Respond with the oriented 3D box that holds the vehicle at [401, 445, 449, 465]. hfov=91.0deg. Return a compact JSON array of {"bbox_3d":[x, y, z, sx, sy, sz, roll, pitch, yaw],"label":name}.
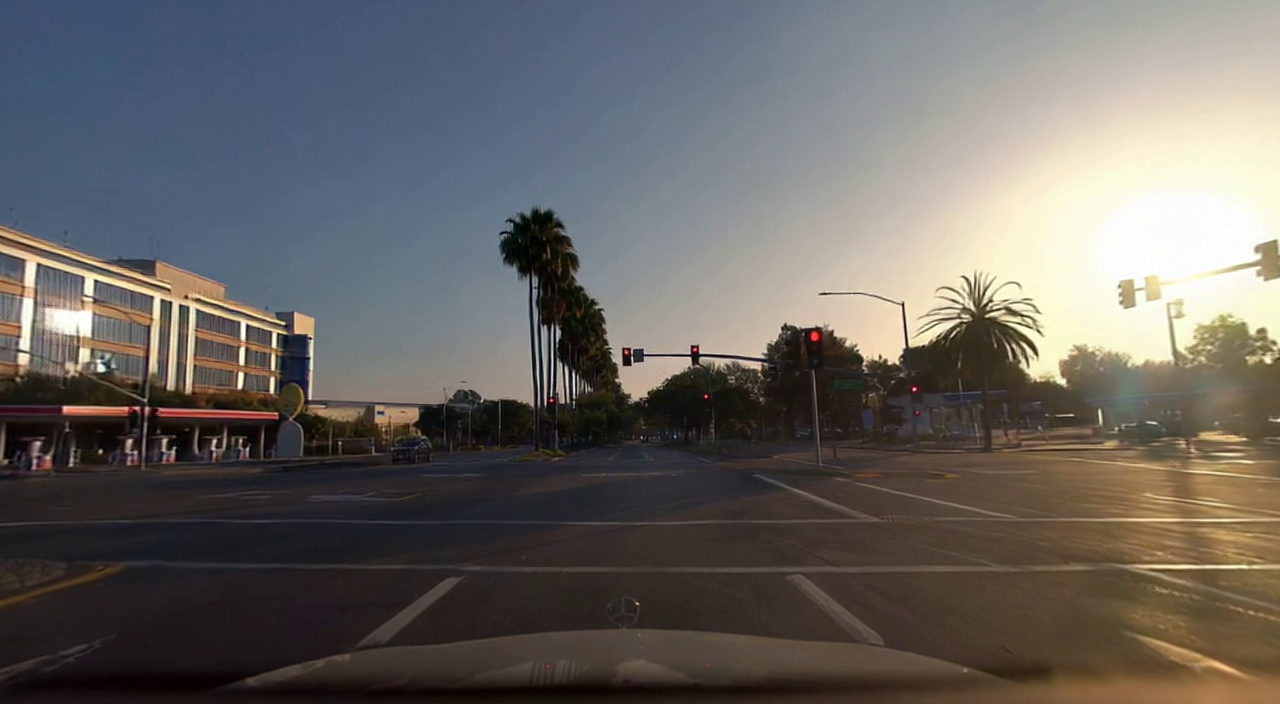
[{"bbox_3d":[-16.377,7.867,48.137,2.033,1.467,4.504,0,-8,0],"label":"vehicle"}]
